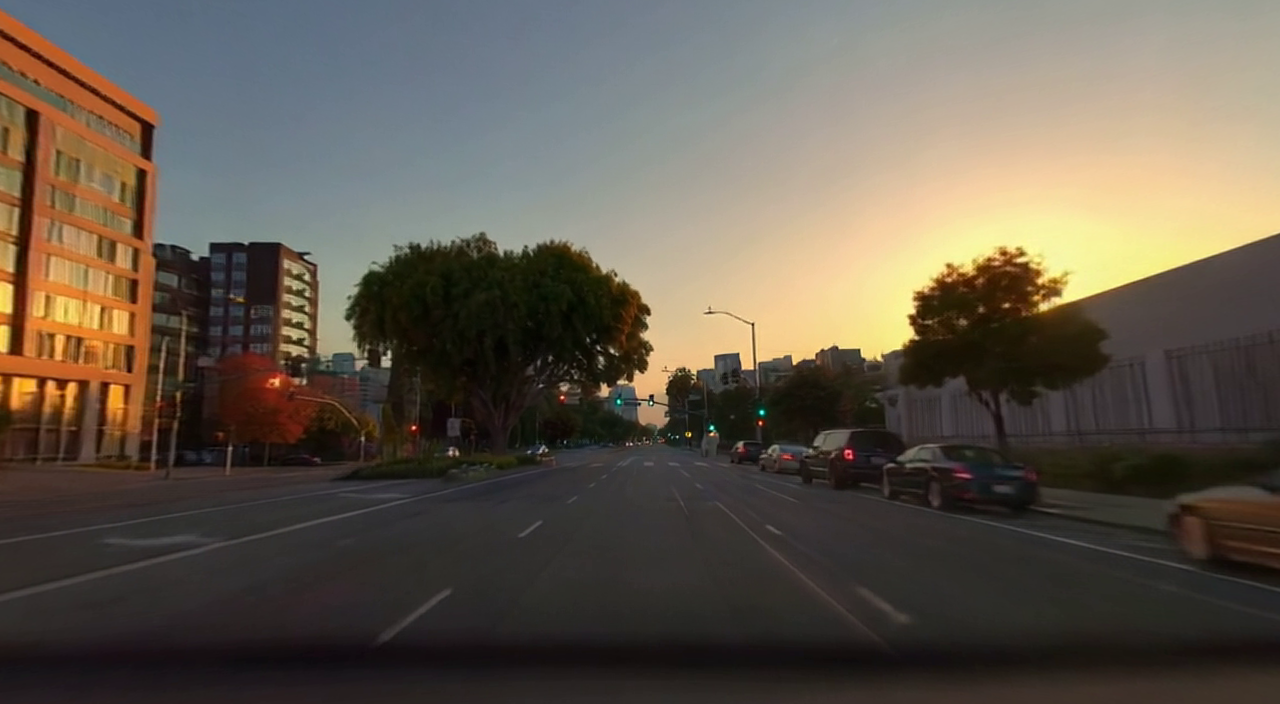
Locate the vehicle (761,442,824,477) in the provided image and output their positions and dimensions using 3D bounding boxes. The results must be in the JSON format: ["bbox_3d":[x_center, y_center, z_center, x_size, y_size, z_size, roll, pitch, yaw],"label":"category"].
[{"bbox_3d":[7.000,4.936,29.210,1.880,1.483,4.510,0,-9,1],"label":"vehicle"}]

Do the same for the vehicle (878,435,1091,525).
[{"bbox_3d":[6.733,2.521,12.991,1.863,1.512,4.525,0,-9,1],"label":"vehicle"}]

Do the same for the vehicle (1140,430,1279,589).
[{"bbox_3d":[6.913,1.377,5.242,1.864,1.466,4.352,0,-9,0],"label":"vehicle"}]

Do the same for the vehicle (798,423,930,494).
[{"bbox_3d":[6.657,3.238,19.401,2.169,1.876,4.931,0,-9,-1],"label":"vehicle"}]
